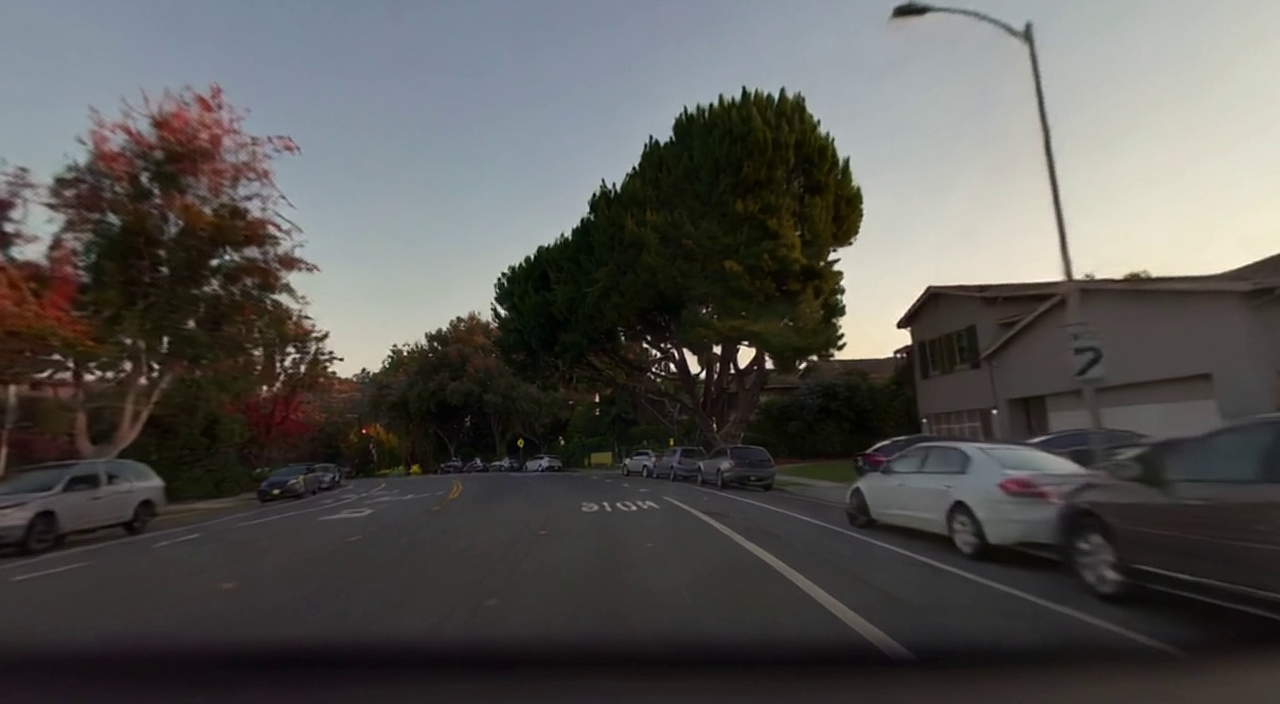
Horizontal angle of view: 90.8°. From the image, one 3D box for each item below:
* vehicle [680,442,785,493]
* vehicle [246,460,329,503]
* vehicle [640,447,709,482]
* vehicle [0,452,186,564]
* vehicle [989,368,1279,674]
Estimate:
[{"bbox_3d":[3.167,4.096,22.814,2.367,1.614,4.463,2,-9,-11],"label":"vehicle"},{"bbox_3d":[-14.430,5.288,26.164,1.943,1.476,4.714,2,-9,-16],"label":"vehicle"},{"bbox_3d":[1.516,5.191,29.457,1.844,1.485,4.193,3,-9,-17],"label":"vehicle"},{"bbox_3d":[-11.818,2.950,12.705,2.107,1.810,4.708,0,-9,-5],"label":"vehicle"},{"bbox_3d":[4.822,1.062,4.196,2.184,1.770,4.651,0,-9,-2],"label":"vehicle"}]
